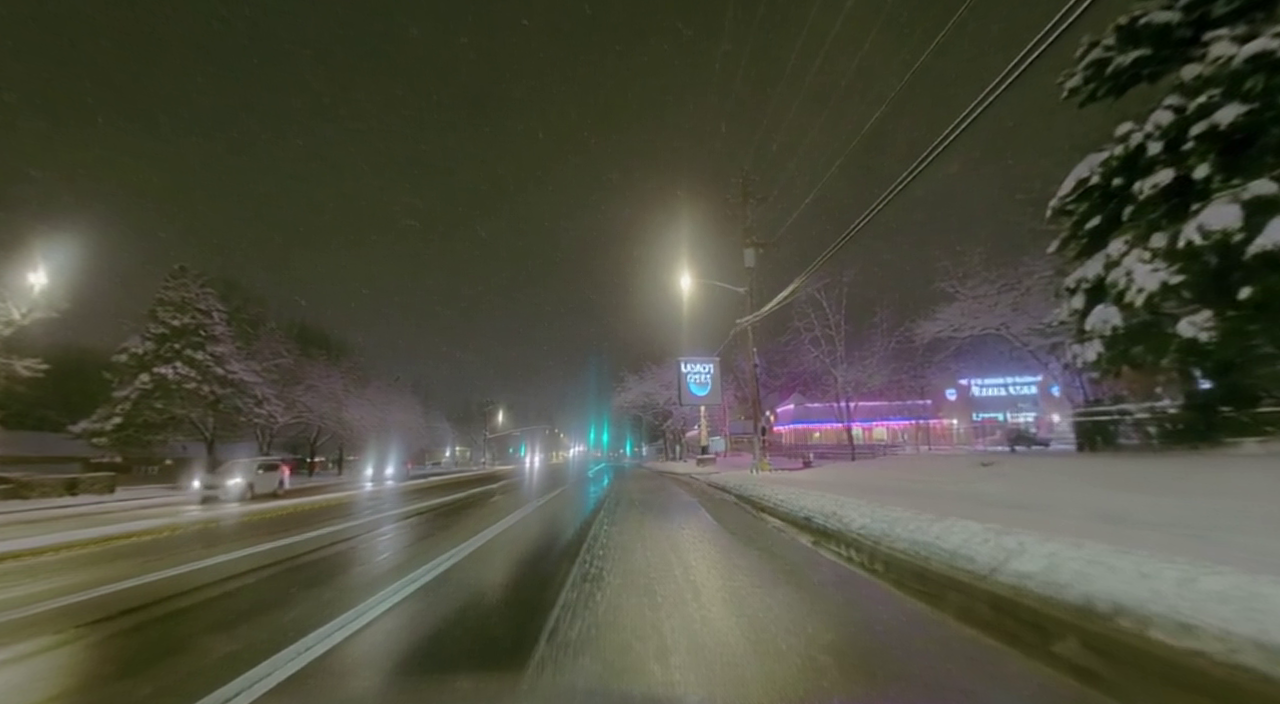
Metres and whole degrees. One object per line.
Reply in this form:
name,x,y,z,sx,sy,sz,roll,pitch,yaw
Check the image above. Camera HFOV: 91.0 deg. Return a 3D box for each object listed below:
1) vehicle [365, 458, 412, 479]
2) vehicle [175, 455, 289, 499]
vehicle,-19.597,9.059,49.197,1.834,1.469,4.496,0,-8,-1
vehicle,-18.914,5.788,29.521,2.067,1.806,4.832,0,-8,0
